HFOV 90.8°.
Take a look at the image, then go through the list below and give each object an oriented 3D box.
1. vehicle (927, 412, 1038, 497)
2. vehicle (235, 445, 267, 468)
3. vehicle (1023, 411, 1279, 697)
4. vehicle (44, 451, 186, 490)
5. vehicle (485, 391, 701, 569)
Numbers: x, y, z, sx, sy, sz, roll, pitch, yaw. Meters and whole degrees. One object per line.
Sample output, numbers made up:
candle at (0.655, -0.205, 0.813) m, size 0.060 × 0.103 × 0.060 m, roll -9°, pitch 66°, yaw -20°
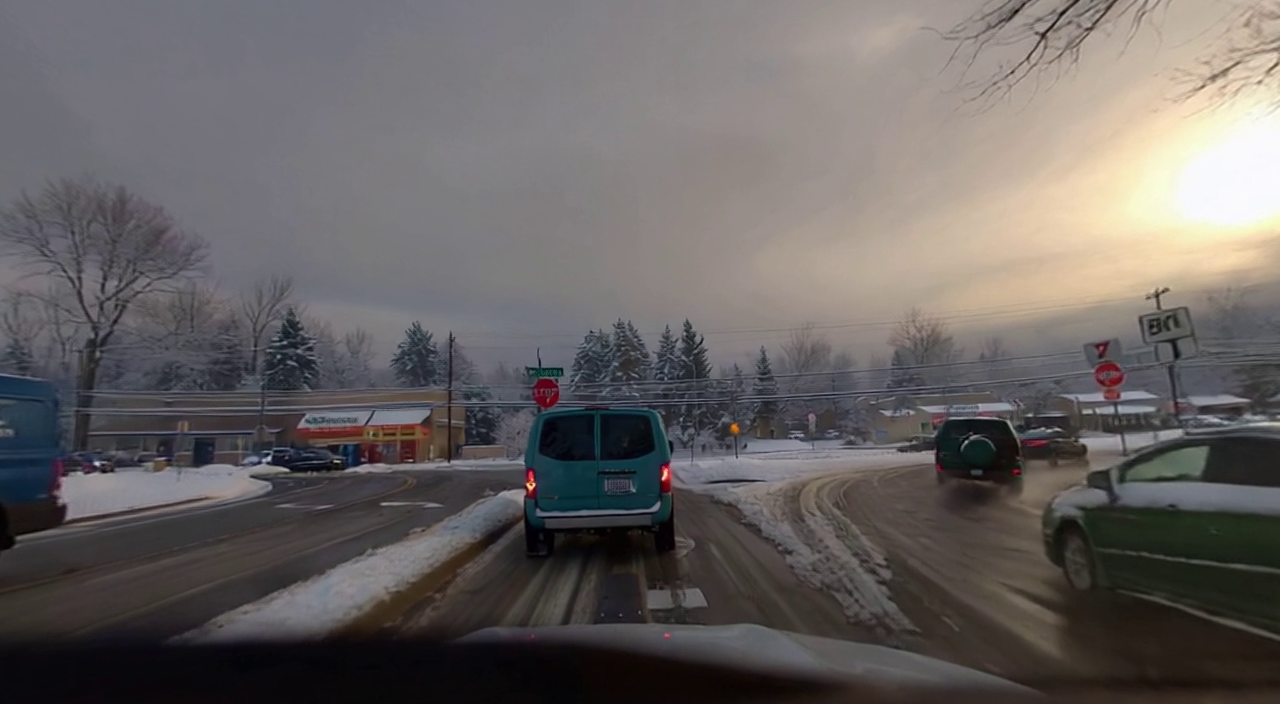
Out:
vehicle at (9.194, 2.791, 17.433) m, size 2.204 × 1.973 × 4.946 m, roll -4°, pitch -9°, yaw 24°
vehicle at (-30.103, 8.031, 48.917) m, size 1.913 × 1.682 × 4.120 m, roll 5°, pitch -10°, yaw -31°
vehicle at (4.448, 1.077, 3.354) m, size 2.079 × 1.504 × 4.828 m, roll -1°, pitch -9°, yaw 4°
vehicle at (-21.514, 4.836, 26.181) m, size 2.038 × 1.392 × 4.362 m, roll 0°, pitch -8°, yaw 1°
vehicle at (-0.416, 1.673, 8.902) m, size 2.237 × 1.828 × 4.546 m, roll 0°, pitch -9°, yaw 2°
